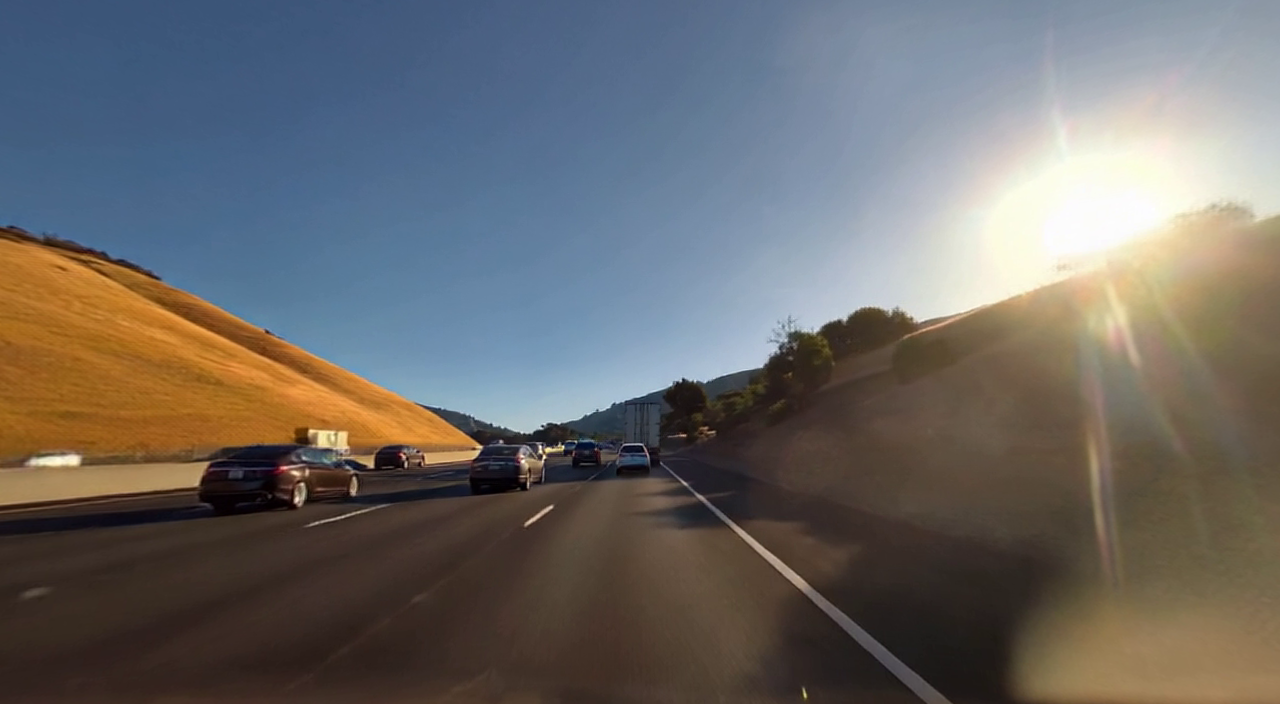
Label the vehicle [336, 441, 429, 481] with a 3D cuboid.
[{"bbox_3d":[-10.709,4.568,26.586,1.950,1.507,4.527,0,-9,1],"label":"vehicle"}]

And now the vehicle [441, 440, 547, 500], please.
[{"bbox_3d":[-4.011,3.324,18.151,1.943,1.468,4.547,0,-9,0],"label":"vehicle"}]

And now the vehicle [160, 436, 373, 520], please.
[{"bbox_3d":[-7.821,2.654,13.791,2.029,1.507,4.204,0,-9,1],"label":"vehicle"}]

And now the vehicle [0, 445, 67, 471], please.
[{"bbox_3d":[-42.577,7.213,43.054,1.897,1.618,5.117,0,-9,0],"label":"vehicle"}]

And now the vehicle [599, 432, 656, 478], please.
[{"bbox_3d":[-0.502,4.459,27.447,2.281,1.795,4.297,1,-9,0],"label":"vehicle"}]

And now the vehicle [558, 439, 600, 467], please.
[{"bbox_3d":[-3.758,6.344,39.714,2.155,1.661,4.477,0,-9,1],"label":"vehicle"}]
